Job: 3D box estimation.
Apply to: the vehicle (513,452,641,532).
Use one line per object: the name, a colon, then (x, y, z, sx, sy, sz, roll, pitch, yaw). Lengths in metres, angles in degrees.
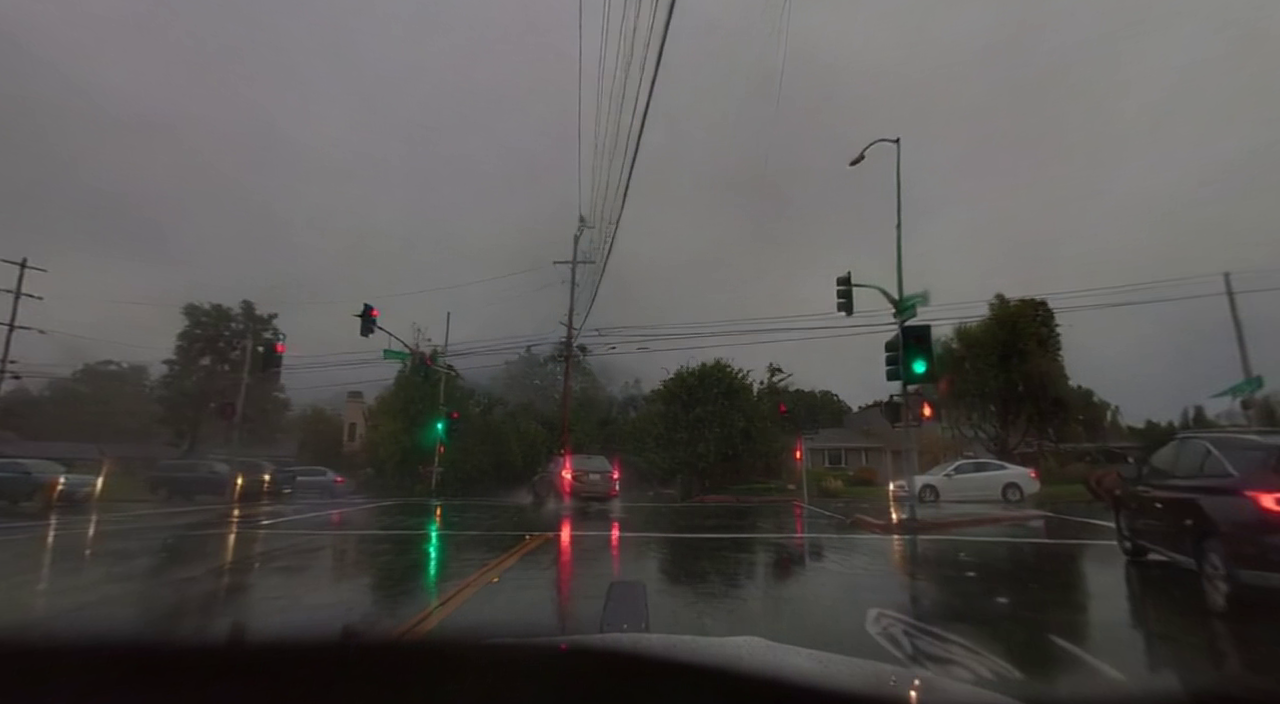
vehicle: (-1.687, 3.188, 15.087, 2.078, 1.506, 4.512, 3, -9, -18)

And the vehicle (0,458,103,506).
vehicle: (-21.565, 4.430, 21.704, 4.736, 1.475, 1.921, -1, -9, 9)

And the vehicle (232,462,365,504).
vehicle: (-13.645, 5.210, 25.306, 4.343, 1.492, 2.063, -2, -9, 14)

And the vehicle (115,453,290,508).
vehicle: (-14.303, 4.173, 20.756, 4.485, 1.625, 1.980, -1, -8, 8)

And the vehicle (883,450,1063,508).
vehicle: (10.629, 4.078, 20.469, 4.600, 1.722, 2.074, -1, -9, 5)

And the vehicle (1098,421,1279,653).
vehicle: (6.361, 1.595, 6.034, 1.969, 1.738, 4.515, -3, -9, 21)
